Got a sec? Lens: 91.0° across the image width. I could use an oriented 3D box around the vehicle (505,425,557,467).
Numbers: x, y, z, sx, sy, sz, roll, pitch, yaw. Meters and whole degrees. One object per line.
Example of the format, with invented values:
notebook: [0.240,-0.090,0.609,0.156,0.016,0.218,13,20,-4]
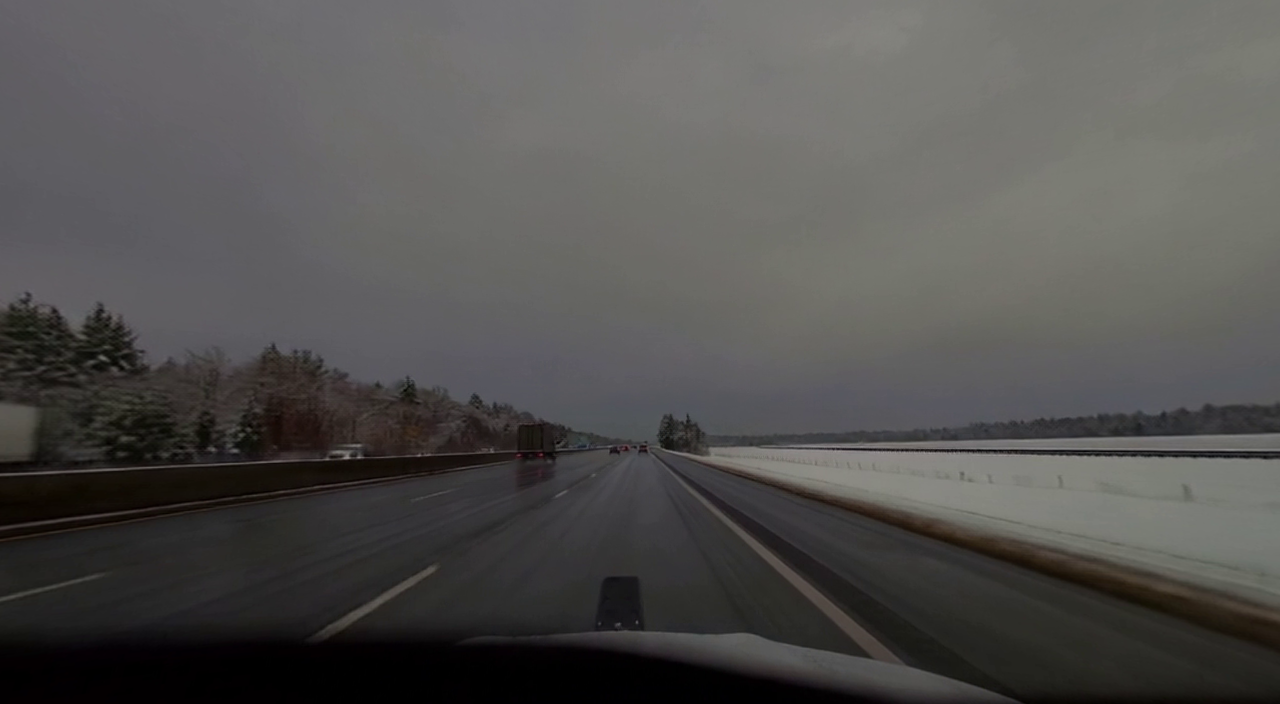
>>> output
vehicle: [-7.470,6.542,43.784,2.444,2.685,5.893,0,-9,1]
